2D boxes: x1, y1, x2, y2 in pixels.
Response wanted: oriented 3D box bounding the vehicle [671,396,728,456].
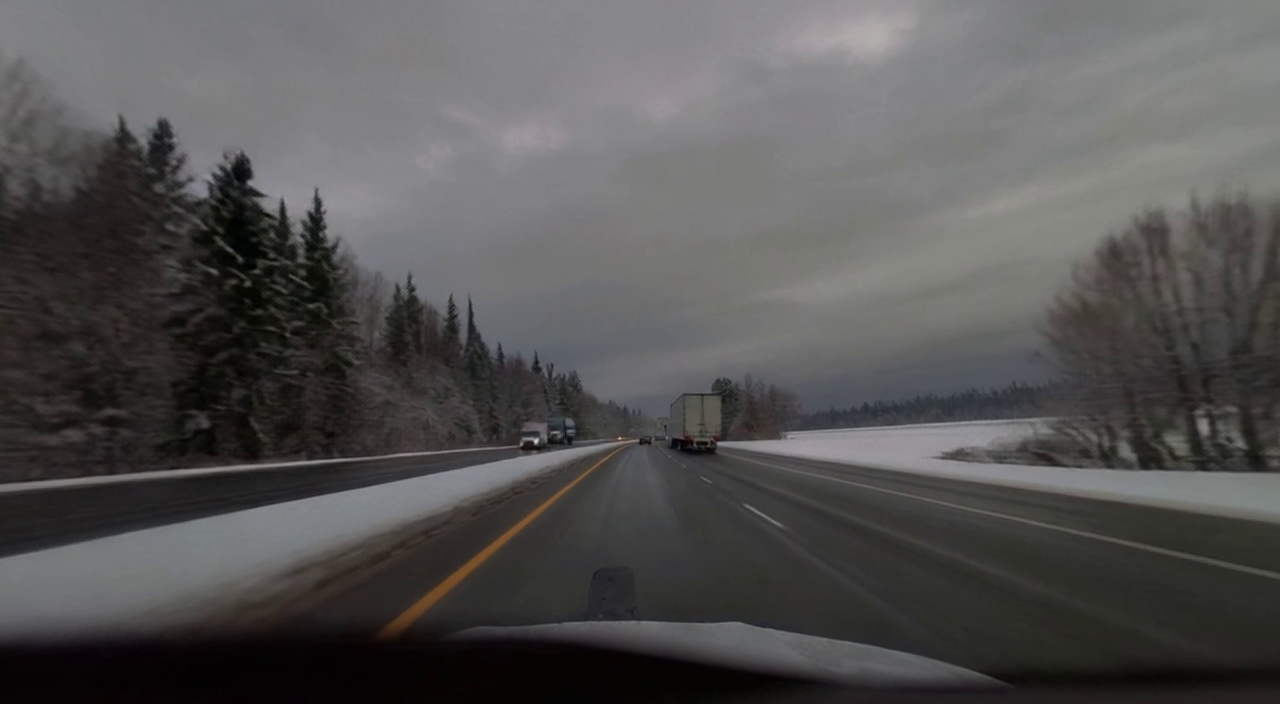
[{"bbox_3d":[4.315,5.871,49.110,2.951,4.007,13.976,0,-8,0],"label":"vehicle"}]
